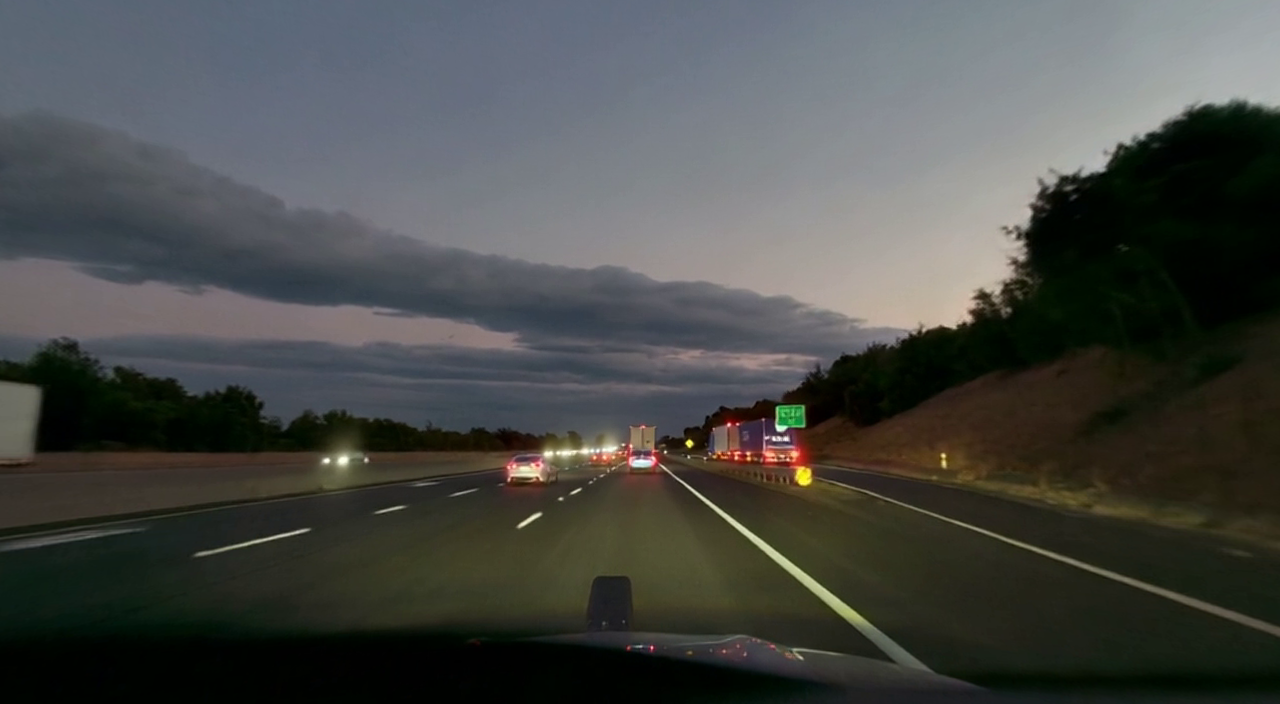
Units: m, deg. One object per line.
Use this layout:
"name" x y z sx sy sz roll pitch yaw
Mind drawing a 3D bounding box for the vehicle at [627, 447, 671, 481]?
"vehicle" 0.413 5.376 30.466 1.991 1.507 3.391 0 -9 0

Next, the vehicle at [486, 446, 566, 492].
"vehicle" -4.021 4.194 23.011 2.018 1.504 4.431 0 -9 1
